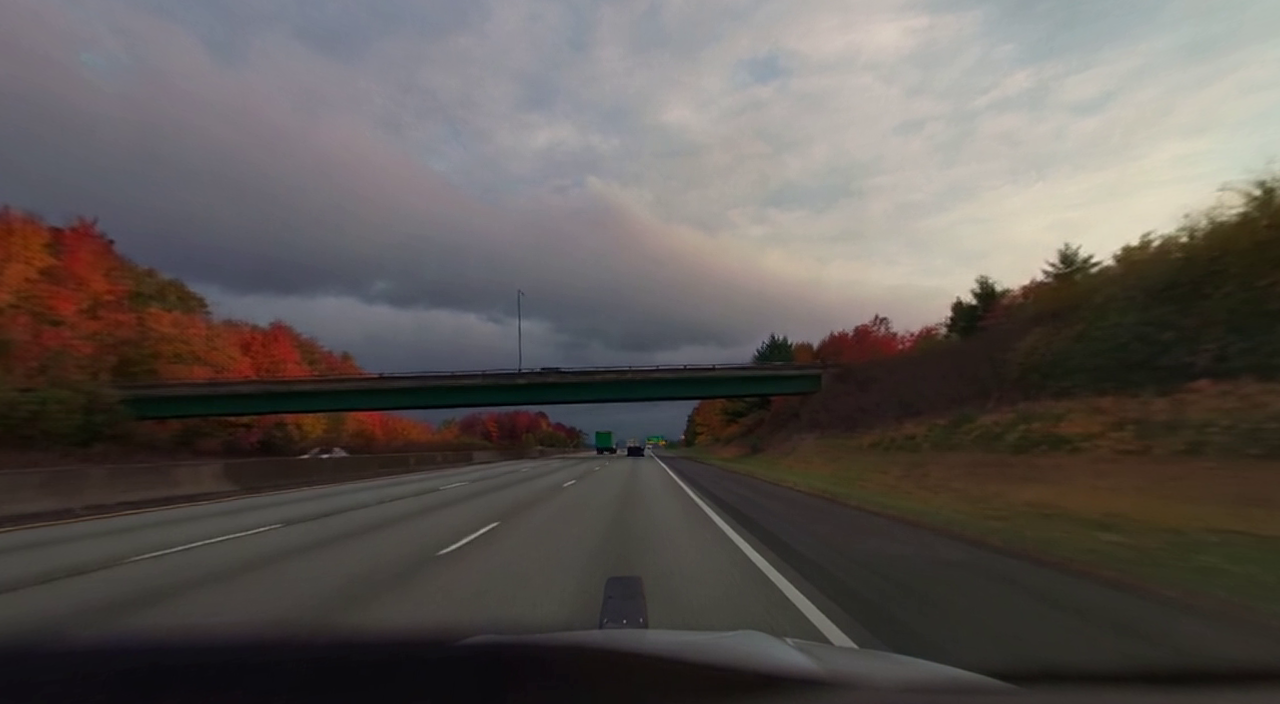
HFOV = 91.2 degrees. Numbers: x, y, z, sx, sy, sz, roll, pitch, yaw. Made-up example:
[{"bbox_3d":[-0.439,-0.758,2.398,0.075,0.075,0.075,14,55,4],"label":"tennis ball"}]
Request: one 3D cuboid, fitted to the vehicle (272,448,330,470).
[{"bbox_3d":[-25.284,7.978,46.981,1.815,1.558,4.495,0,-9,1],"label":"vehicle"}]
